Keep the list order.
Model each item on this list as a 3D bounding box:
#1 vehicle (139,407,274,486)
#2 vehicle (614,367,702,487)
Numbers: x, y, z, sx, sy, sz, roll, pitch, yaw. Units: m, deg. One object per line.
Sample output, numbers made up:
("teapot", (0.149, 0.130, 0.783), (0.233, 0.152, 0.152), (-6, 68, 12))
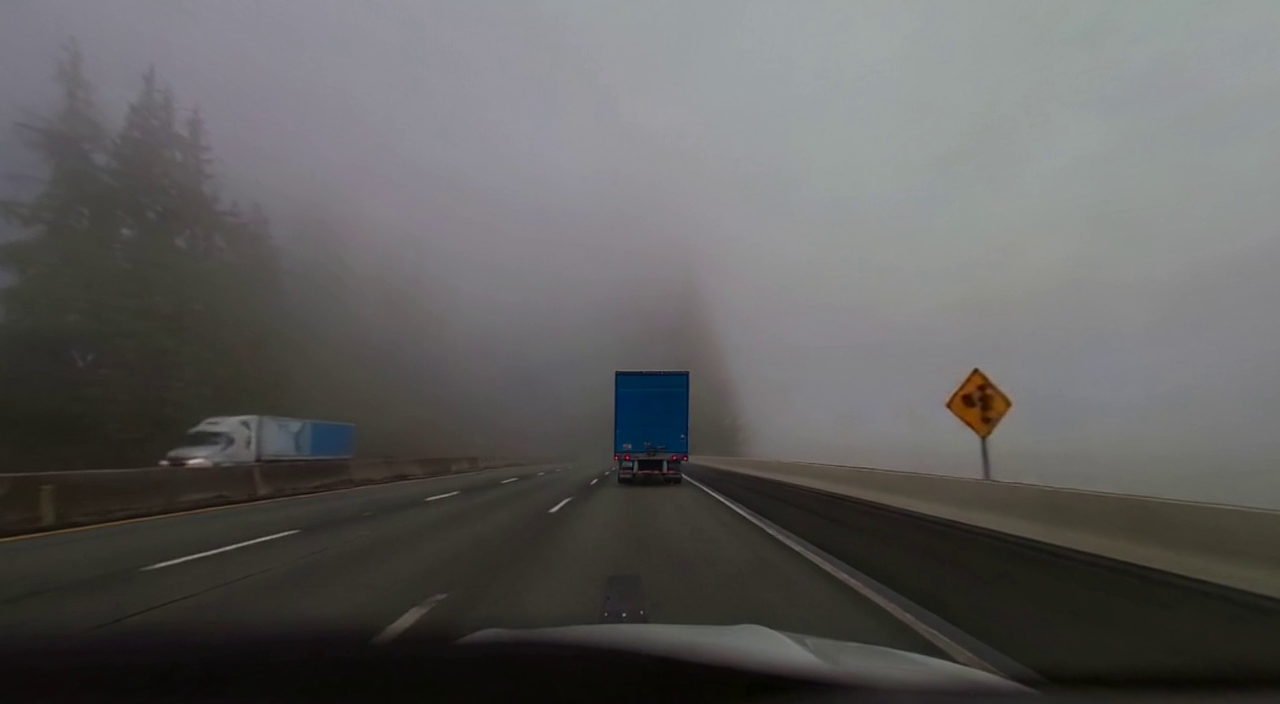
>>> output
("vehicle", (-23.750, 5.266, 35.016), (2.954, 3.945, 6.094), (0, -9, 0))
("vehicle", (0.537, 3.239, 25.937), (2.898, 3.973, 10.063), (0, -9, -1))
